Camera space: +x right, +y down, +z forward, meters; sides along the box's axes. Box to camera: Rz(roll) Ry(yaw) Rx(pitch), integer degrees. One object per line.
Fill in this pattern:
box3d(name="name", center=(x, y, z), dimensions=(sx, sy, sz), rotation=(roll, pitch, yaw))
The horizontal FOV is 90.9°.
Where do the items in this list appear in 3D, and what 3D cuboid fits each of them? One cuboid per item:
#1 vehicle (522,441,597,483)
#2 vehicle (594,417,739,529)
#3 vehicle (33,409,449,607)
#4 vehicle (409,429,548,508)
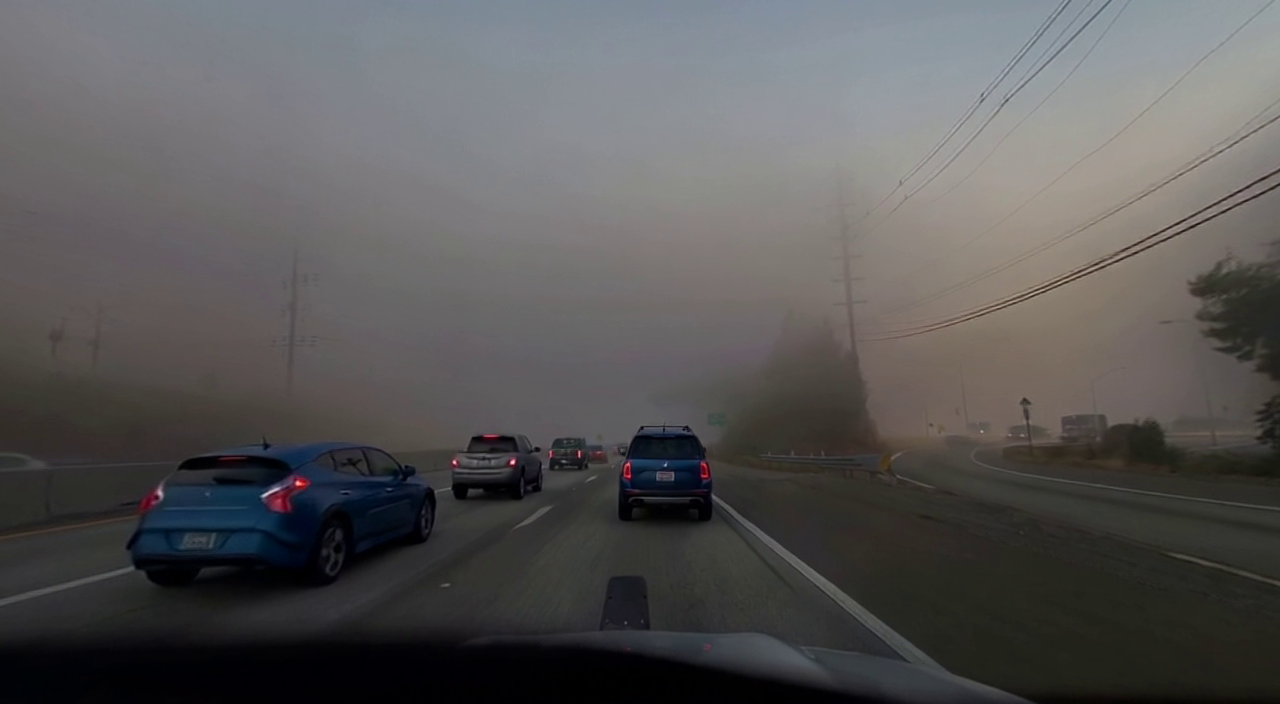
box3d(name="vehicle", center=(-2.927, 4.112, 23.852), dimensions=(2.105, 1.436, 4.311), rotation=(-1, -9, 2))
box3d(name="vehicle", center=(0.478, 2.151, 11.677), dimensions=(2.205, 1.691, 3.937), rotation=(0, -9, 2))
box3d(name="vehicle", center=(-3.822, 1.552, 7.115), dimensions=(1.999, 1.563, 4.007), rotation=(0, -9, 1))
box3d(name="vehicle", center=(-3.665, 2.743, 15.271), dimensions=(2.018, 1.621, 4.441), rotation=(-1, -9, 2))
